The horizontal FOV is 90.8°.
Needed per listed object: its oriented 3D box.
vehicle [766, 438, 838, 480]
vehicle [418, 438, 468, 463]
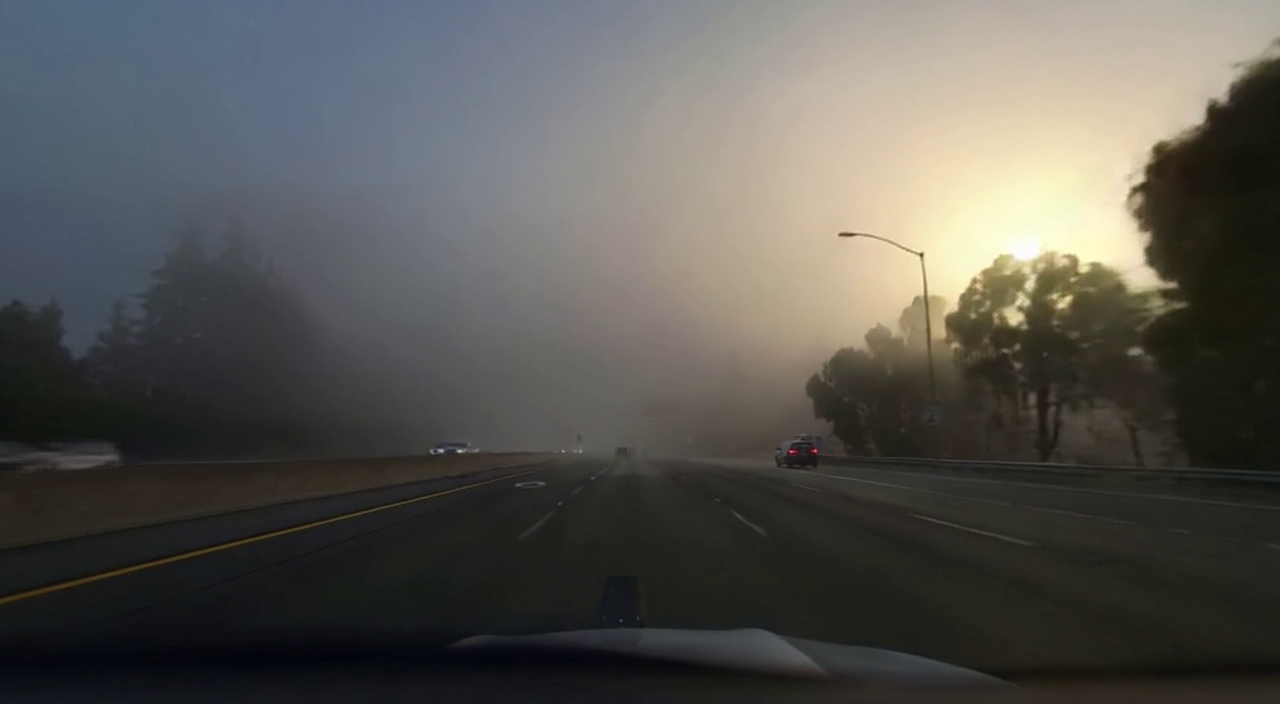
[{"bbox_3d":[7.038,4.692,27.889,2.081,1.705,3.926,0,-9,-1],"label":"vehicle"},{"bbox_3d":[-14.032,7.074,45.359,2.134,1.624,4.589,0,-9,0],"label":"vehicle"}]
